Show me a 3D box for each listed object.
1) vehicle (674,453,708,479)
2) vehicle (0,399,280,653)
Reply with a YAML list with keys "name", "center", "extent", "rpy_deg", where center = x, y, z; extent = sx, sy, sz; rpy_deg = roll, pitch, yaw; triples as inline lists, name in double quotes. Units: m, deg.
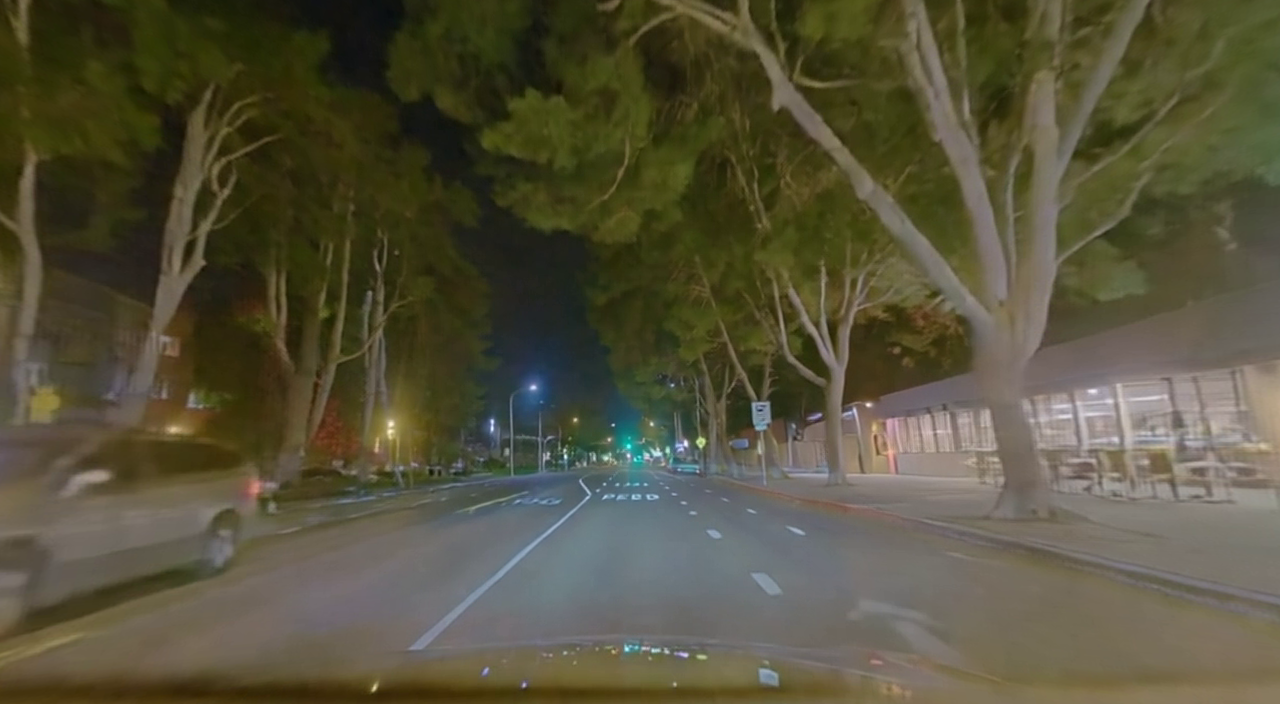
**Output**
- name: "vehicle"
  center: [3.642, 8.222, 45.738]
  extent: [1.957, 1.753, 4.413]
  rpy_deg: [0, -9, -2]
- name: "vehicle"
  center: [-6.255, 1.541, 6.134]
  extent: [2.545, 1.943, 5.168]
  rpy_deg: [0, -9, -2]
